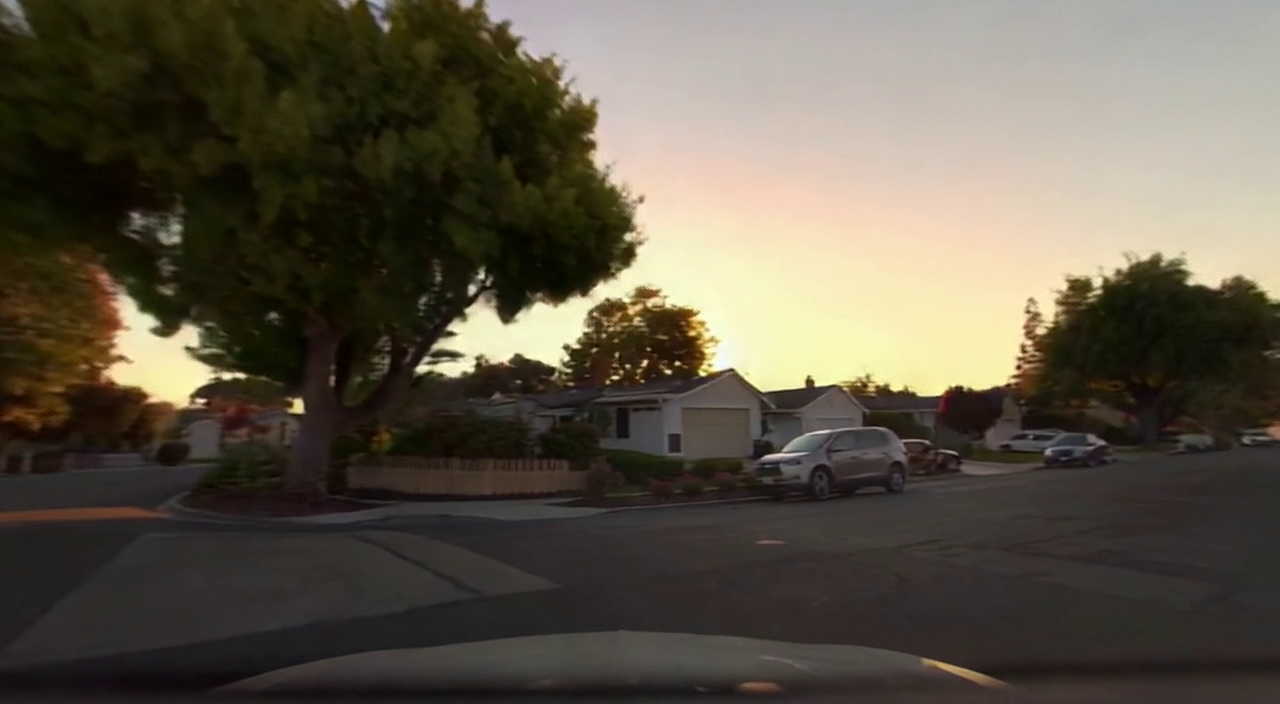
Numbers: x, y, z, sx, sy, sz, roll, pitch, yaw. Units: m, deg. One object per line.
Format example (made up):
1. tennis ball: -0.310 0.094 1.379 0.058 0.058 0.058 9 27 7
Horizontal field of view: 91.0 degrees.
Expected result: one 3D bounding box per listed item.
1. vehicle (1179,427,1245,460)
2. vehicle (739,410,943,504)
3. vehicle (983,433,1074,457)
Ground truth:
1. vehicle: 42.182 6.706 46.329 5.323 2.054 2.482 3 -10 -38
2. vehicle: 5.594 2.811 17.049 6.088 2.084 2.337 8 -12 -41
3. vehicle: 27.622 6.656 44.899 2.079 1.558 4.977 7 -11 -39
